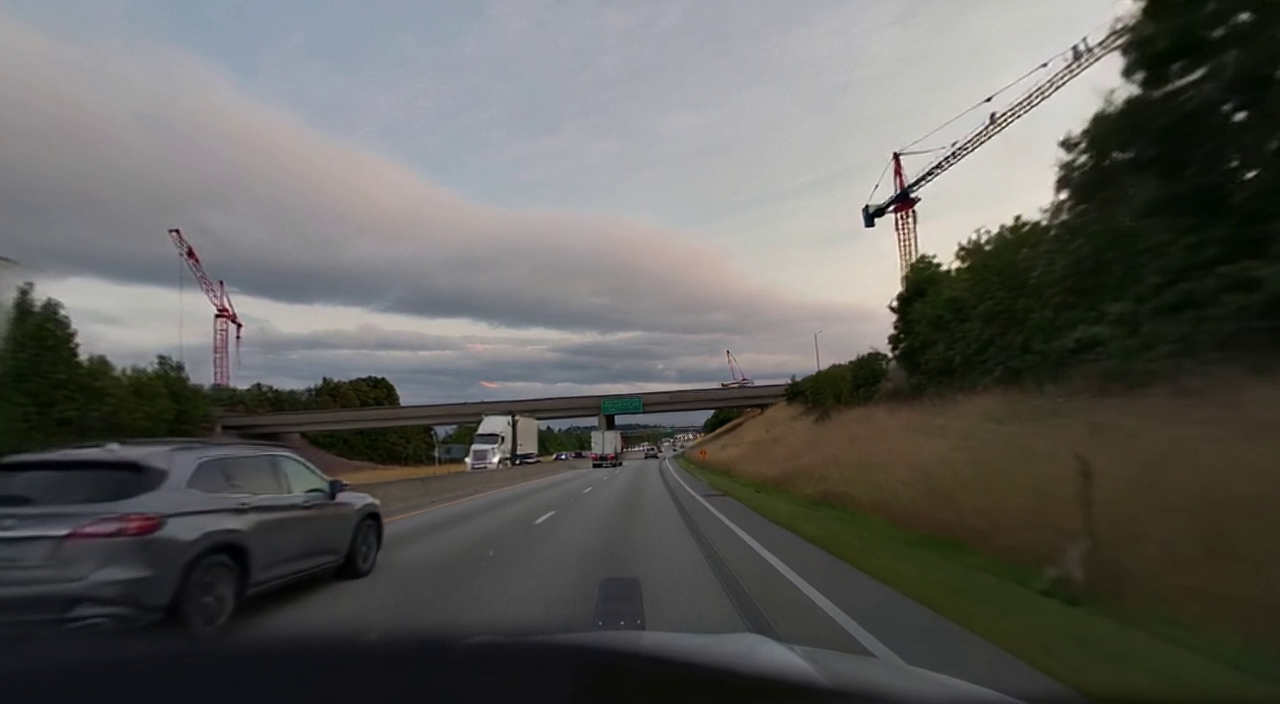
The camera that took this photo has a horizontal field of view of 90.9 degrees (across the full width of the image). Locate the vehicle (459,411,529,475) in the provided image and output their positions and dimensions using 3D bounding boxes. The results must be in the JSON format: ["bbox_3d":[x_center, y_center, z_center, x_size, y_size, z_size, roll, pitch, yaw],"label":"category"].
[{"bbox_3d":[-9.544,6.067,41.925,3.012,3.952,5.836,-1,-9,2],"label":"vehicle"}]

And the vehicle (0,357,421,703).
[{"bbox_3d":[-3.316,1.145,4.290,2.194,1.648,3.984,0,-9,0],"label":"vehicle"}]

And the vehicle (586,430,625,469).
[{"bbox_3d":[-2.616,7.626,49.173,2.565,2.771,6.641,0,-9,1],"label":"vehicle"}]
